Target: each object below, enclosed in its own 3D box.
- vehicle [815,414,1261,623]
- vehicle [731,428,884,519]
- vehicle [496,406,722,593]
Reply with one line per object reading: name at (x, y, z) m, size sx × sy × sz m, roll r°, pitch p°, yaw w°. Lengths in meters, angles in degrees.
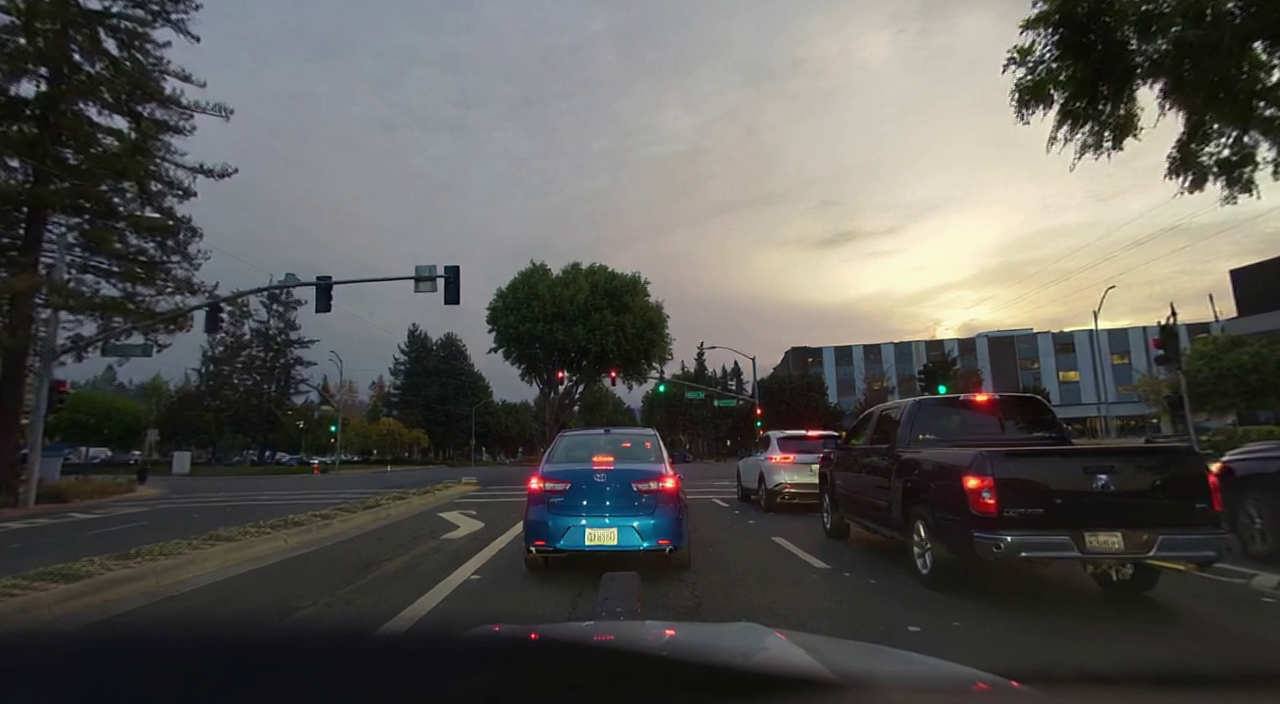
vehicle at (3.639, 1.592, 7.096) m, size 1.955 × 1.550 × 4.587 m, roll 0°, pitch -9°, yaw -1°
vehicle at (3.376, 2.533, 13.692) m, size 2.031 × 1.626 × 4.264 m, roll 0°, pitch -9°, yaw -1°
vehicle at (-0.278, 1.615, 7.637) m, size 2.037 × 1.674 × 3.693 m, roll 0°, pitch -9°, yaw 0°
